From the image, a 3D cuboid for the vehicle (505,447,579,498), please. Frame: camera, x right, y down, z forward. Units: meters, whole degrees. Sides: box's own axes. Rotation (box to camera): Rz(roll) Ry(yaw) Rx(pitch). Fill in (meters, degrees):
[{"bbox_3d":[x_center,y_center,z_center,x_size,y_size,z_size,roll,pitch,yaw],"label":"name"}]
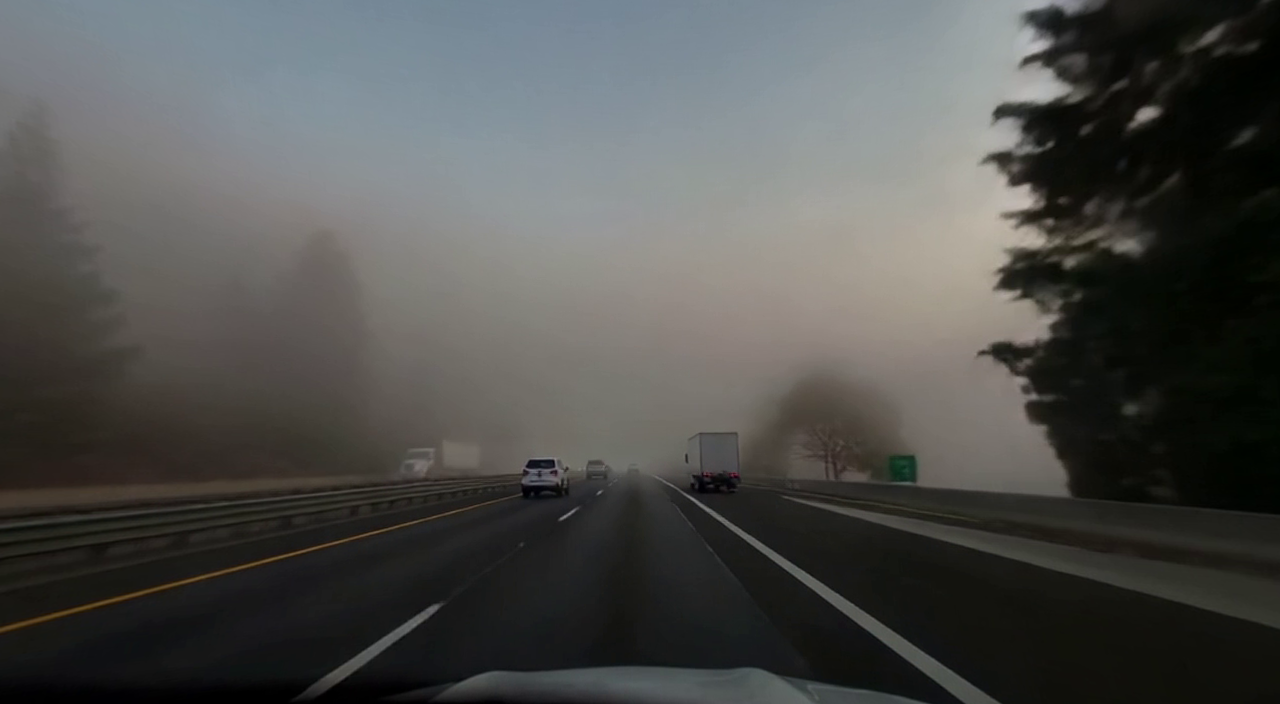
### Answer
[{"bbox_3d":[-3.970,5.049,26.467,2.272,1.873,4.832,1,-10,0],"label":"vehicle"}]
